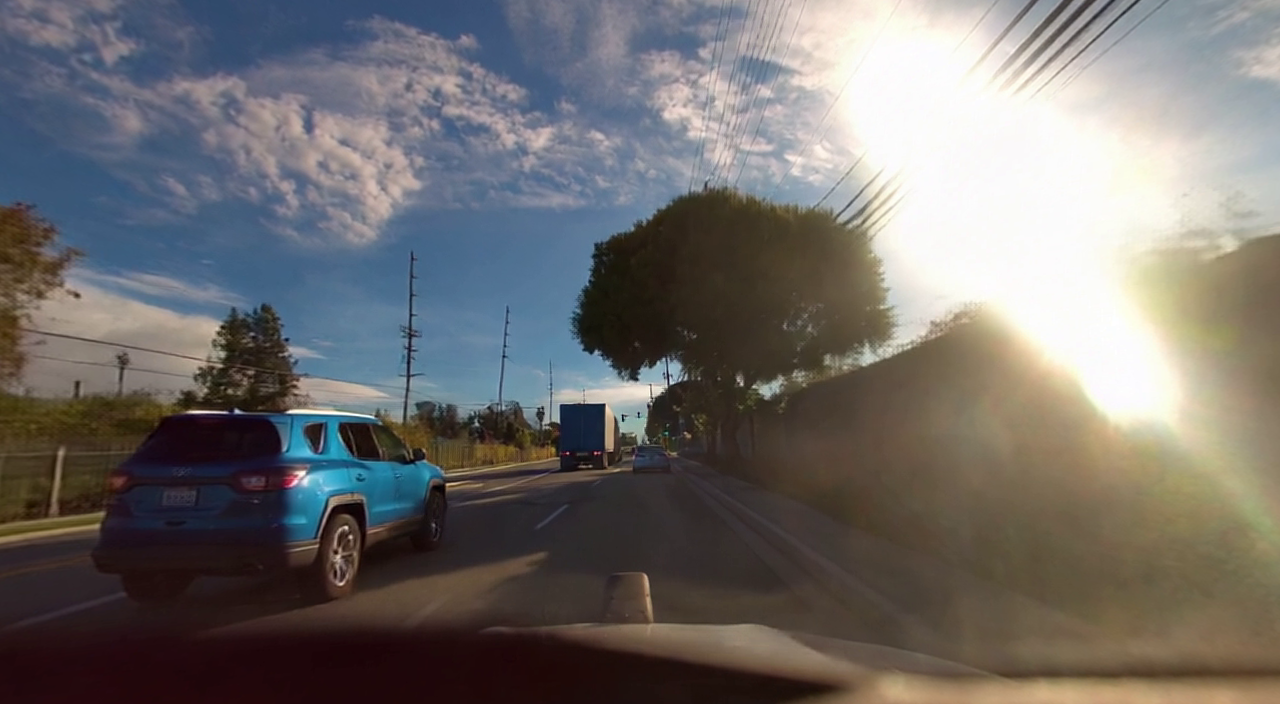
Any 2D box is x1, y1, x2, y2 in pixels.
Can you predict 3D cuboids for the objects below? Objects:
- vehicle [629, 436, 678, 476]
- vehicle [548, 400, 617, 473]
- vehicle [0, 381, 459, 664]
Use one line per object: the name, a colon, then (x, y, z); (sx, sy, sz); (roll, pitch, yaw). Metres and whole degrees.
vehicle: (0.605, 4.911, 29.981); (2.174, 1.749, 4.113); (0, -9, 1)
vehicle: (-3.077, 4.944, 36.521); (2.928, 3.658, 8.980); (0, -9, 1)
vehicle: (-3.656, 1.447, 6.467); (2.093, 1.832, 4.508); (0, -9, 2)
